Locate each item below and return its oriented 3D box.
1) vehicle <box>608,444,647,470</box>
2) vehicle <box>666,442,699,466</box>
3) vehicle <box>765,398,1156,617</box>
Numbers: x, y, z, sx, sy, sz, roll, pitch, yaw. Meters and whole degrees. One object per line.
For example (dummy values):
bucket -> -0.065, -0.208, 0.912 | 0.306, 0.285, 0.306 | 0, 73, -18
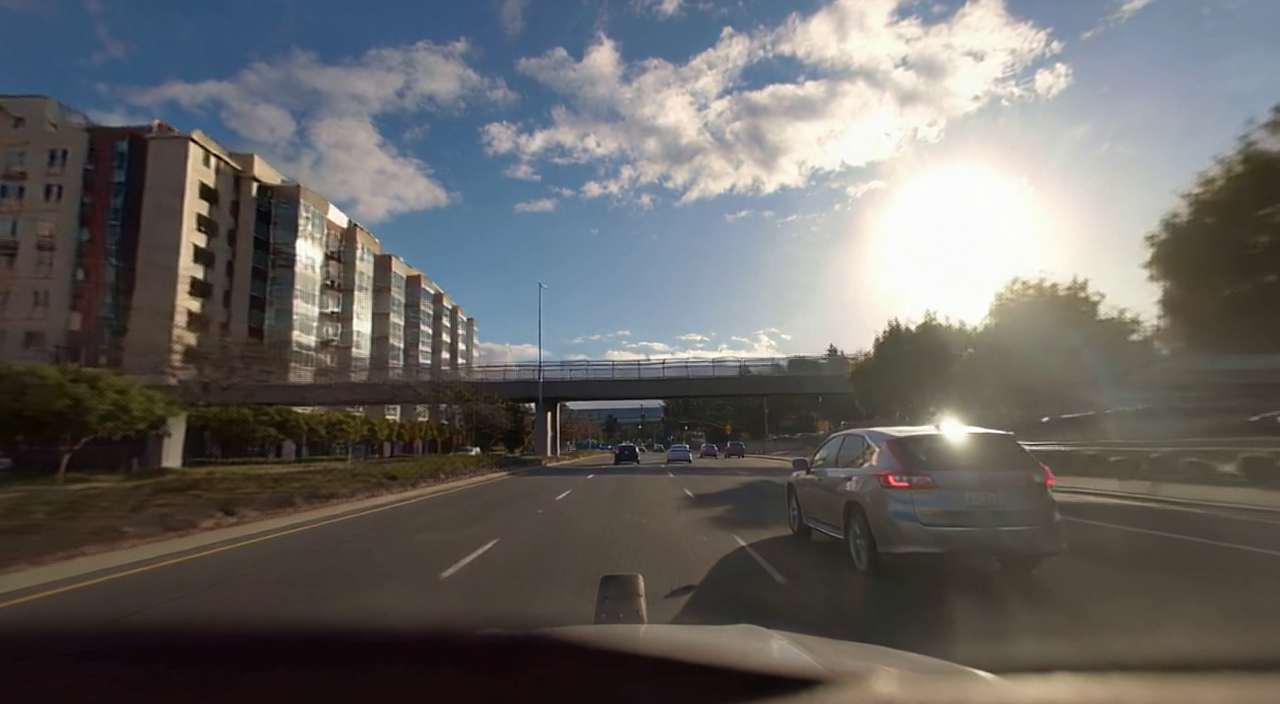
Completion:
vehicle -> -0.683, 6.378, 38.674 | 2.173, 1.498, 4.528 | 0, -8, 1
vehicle -> 3.158, 7.677, 47.845 | 2.165, 1.708, 3.928 | 0, -8, -1
vehicle -> 3.043, 1.592, 7.475 | 2.130, 1.741, 4.665 | 0, -8, 0
